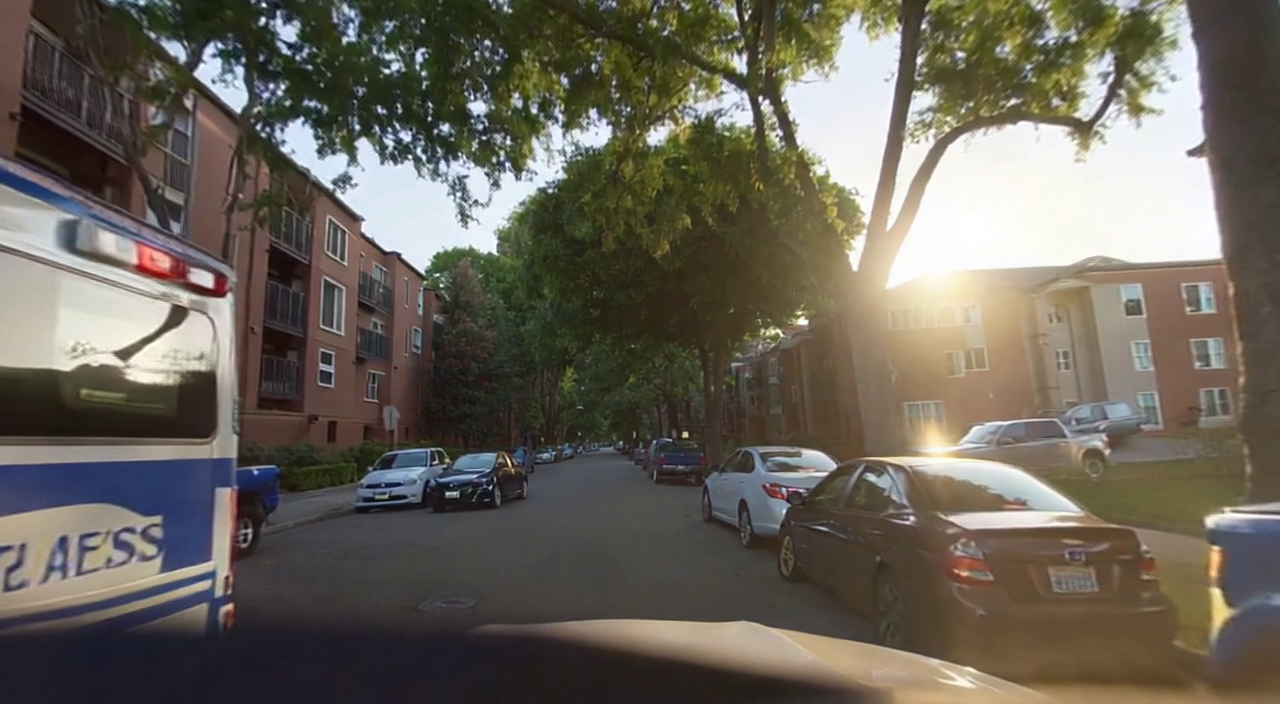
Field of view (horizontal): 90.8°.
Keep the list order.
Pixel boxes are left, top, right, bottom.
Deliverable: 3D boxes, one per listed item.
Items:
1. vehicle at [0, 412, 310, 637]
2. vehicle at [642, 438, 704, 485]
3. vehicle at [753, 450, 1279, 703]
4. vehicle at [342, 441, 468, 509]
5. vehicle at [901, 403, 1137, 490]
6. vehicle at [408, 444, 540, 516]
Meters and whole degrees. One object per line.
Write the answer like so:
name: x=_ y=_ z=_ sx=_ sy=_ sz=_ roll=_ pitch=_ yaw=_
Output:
vehicle: x=-6.700 y=1.889 z=7.845 sx=2.308 sy=1.877 sz=6.060 roll=-4 pitch=-8 yaw=-3
vehicle: x=1.201 y=4.227 z=24.721 sx=1.878 sy=1.664 sz=4.033 roll=1 pitch=-8 yaw=-5
vehicle: x=2.306 y=1.510 z=5.244 sx=1.720 sy=1.333 sz=4.233 roll=1 pitch=-8 yaw=-3
vehicle: x=-7.245 y=3.802 z=20.172 sx=2.215 sy=1.841 sz=5.172 roll=0 pitch=-8 yaw=-2
vehicle: x=9.124 y=2.336 z=15.517 sx=4.416 sy=1.784 sz=1.929 roll=-3 pitch=-10 yaw=-2
vehicle: x=-3.866 y=3.037 z=15.604 sx=1.966 sy=1.515 sz=4.394 roll=0 pitch=-8 yaw=2
